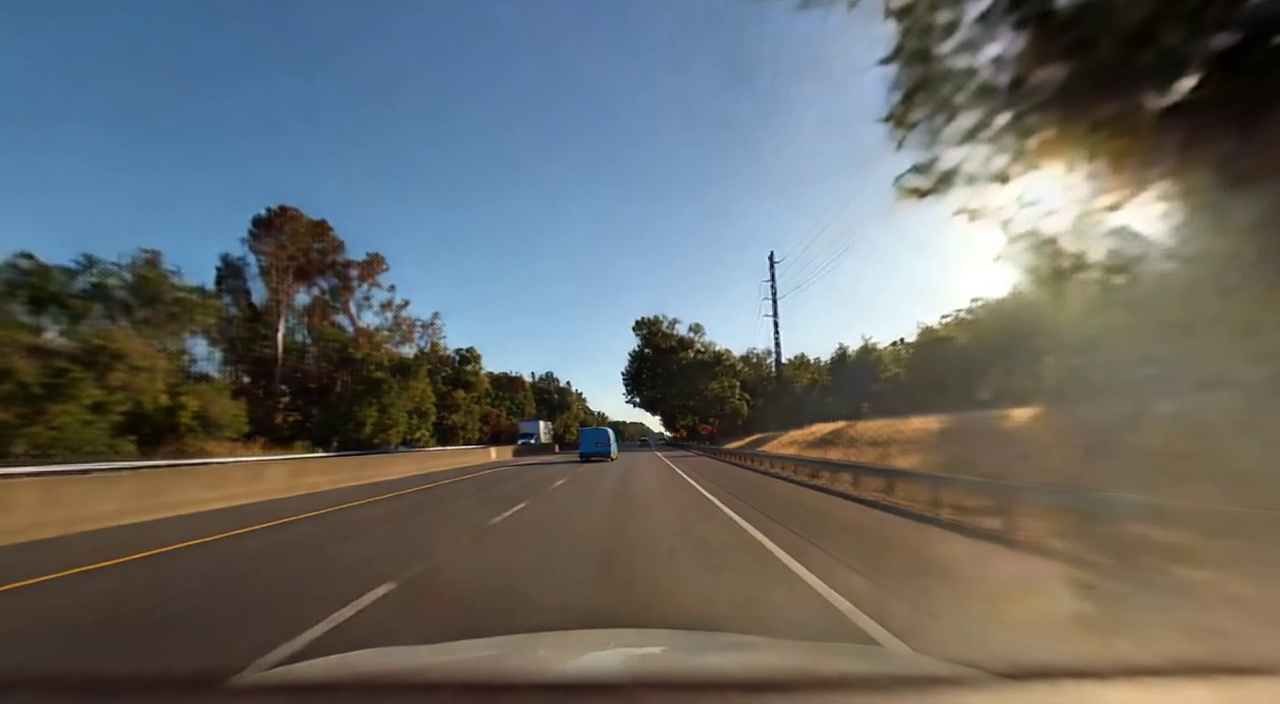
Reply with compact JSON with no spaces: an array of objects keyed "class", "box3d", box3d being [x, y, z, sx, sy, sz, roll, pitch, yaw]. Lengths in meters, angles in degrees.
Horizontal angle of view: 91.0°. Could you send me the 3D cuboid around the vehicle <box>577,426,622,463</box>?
[{"class":"vehicle","box3d":[-2.077,4.912,33.543,2.041,1.856,4.353,0,-8,1]}]
